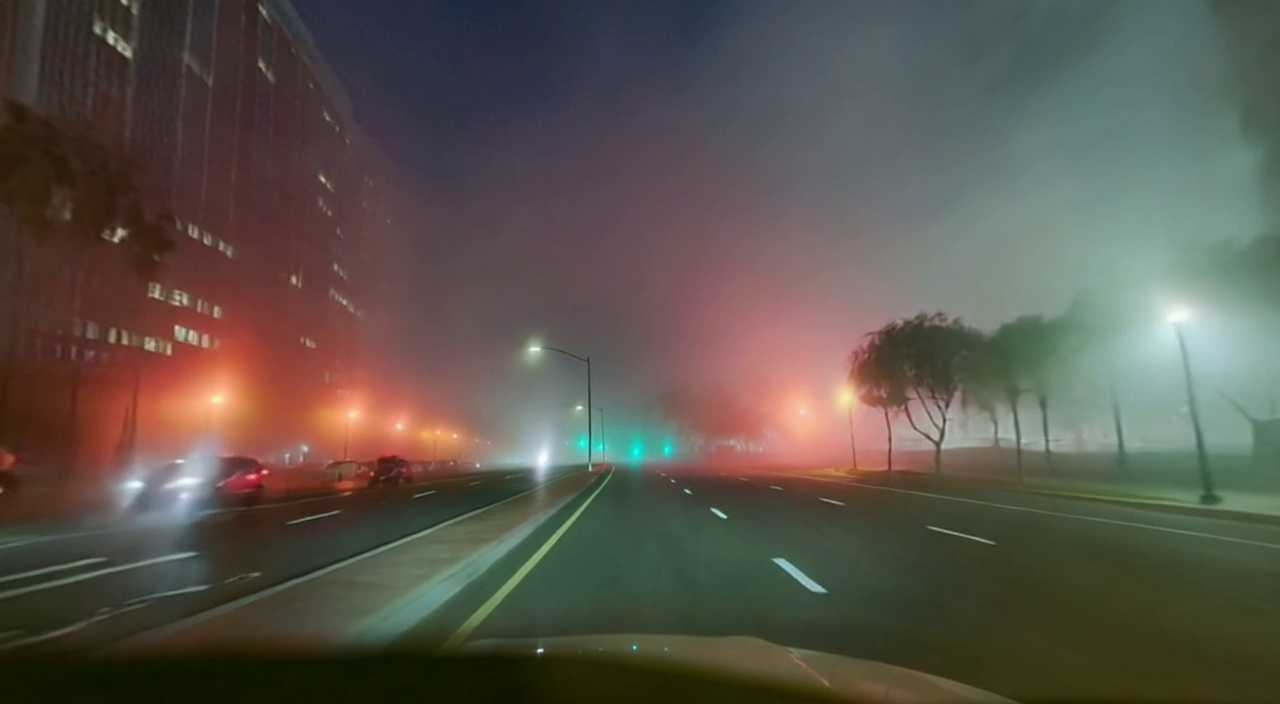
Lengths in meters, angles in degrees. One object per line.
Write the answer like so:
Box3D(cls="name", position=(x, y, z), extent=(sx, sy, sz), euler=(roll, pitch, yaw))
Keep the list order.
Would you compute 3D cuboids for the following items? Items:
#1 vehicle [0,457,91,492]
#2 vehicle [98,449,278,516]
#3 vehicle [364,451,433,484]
Box3D(cls="vehicle", position=(-32.200, 6.498, 33.458), extent=(4.245, 1.642, 2.013), euler=(-2, -9, -3))
Box3D(cls="vehicle", position=(-12.843, 3.678, 18.432), extent=(1.923, 1.641, 4.551), euler=(0, -8, -1))
Box3D(cls="vehicle", position=(-13.039, 6.236, 34.396), extent=(2.036, 1.590, 4.495), euler=(0, -8, -1))
